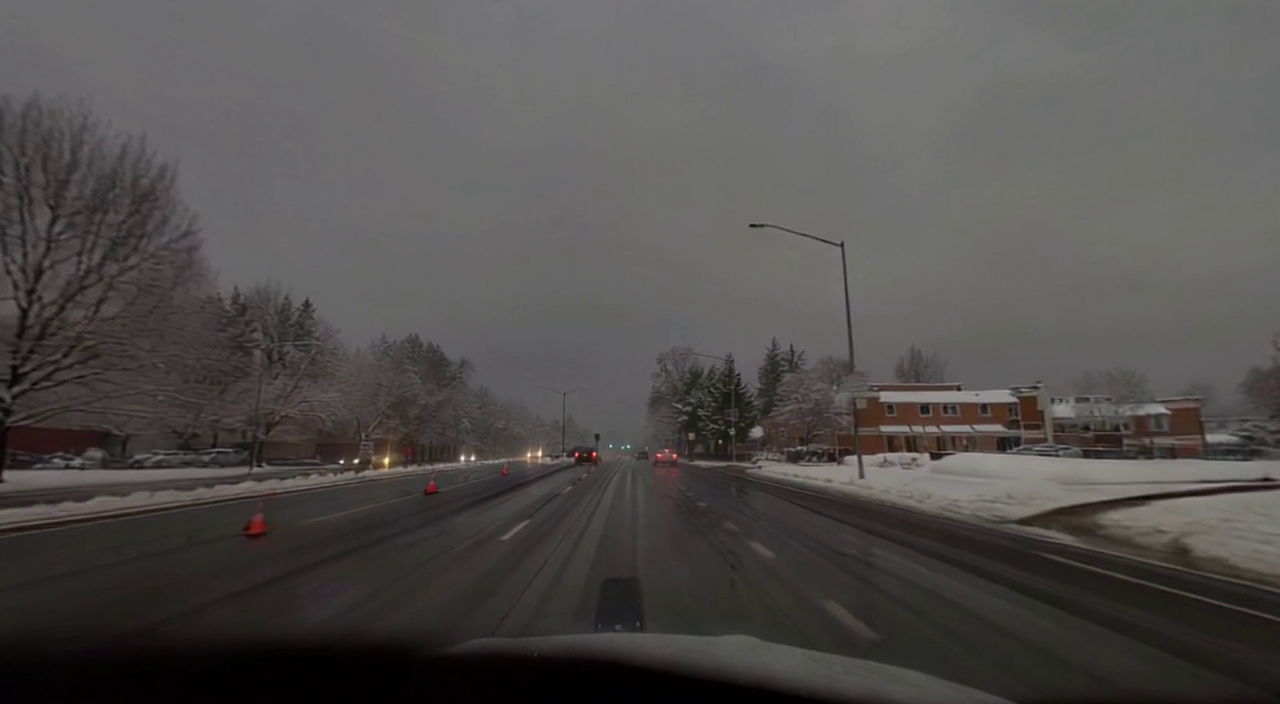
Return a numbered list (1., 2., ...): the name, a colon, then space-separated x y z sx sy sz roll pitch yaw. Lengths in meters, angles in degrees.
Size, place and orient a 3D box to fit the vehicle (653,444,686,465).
1. vehicle: 2.210 7.823 48.426 2.063 1.483 4.226 0 -9 -3
